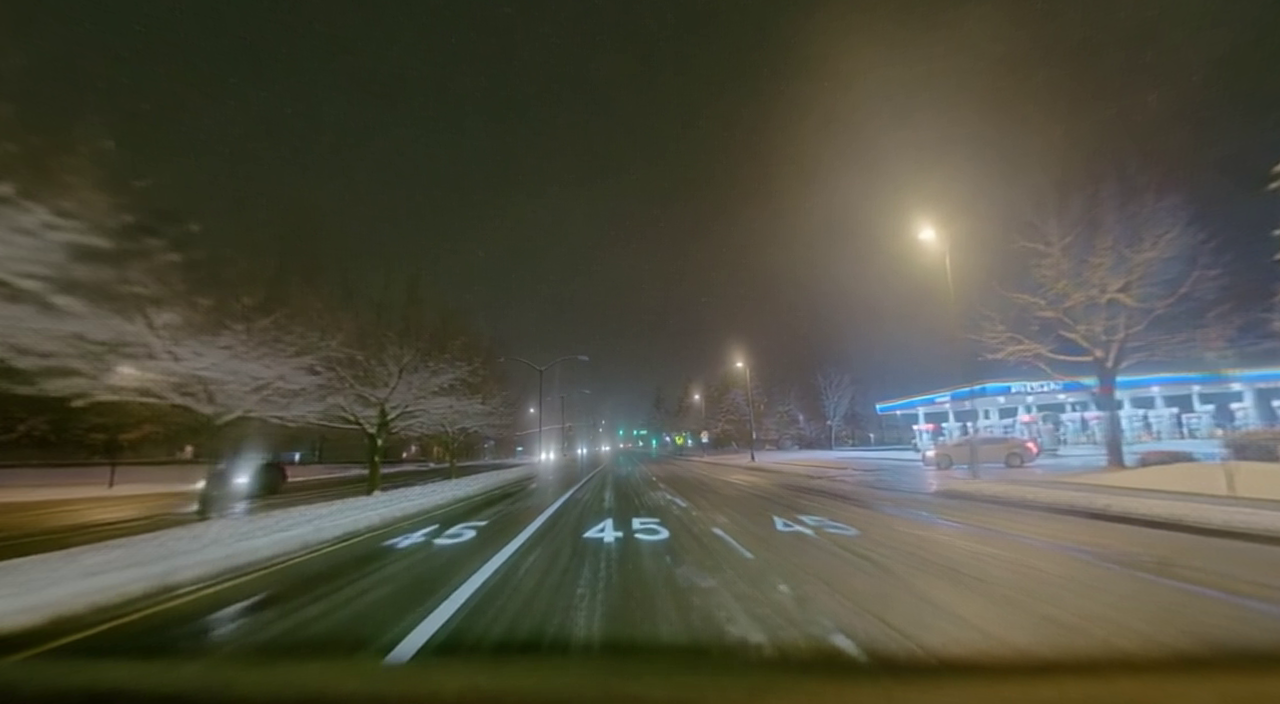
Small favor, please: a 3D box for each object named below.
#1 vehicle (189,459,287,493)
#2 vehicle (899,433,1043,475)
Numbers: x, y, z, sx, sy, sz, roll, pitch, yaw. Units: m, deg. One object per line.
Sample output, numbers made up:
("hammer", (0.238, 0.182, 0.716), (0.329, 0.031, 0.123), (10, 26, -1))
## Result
("vehicle", (-20.095, 6.194, 31.845), (1.927, 1.497, 4.393), (-1, -9, 1))
("vehicle", (12.934, 4.010, 24.901), (4.548, 1.568, 1.953), (0, -9, -2))
